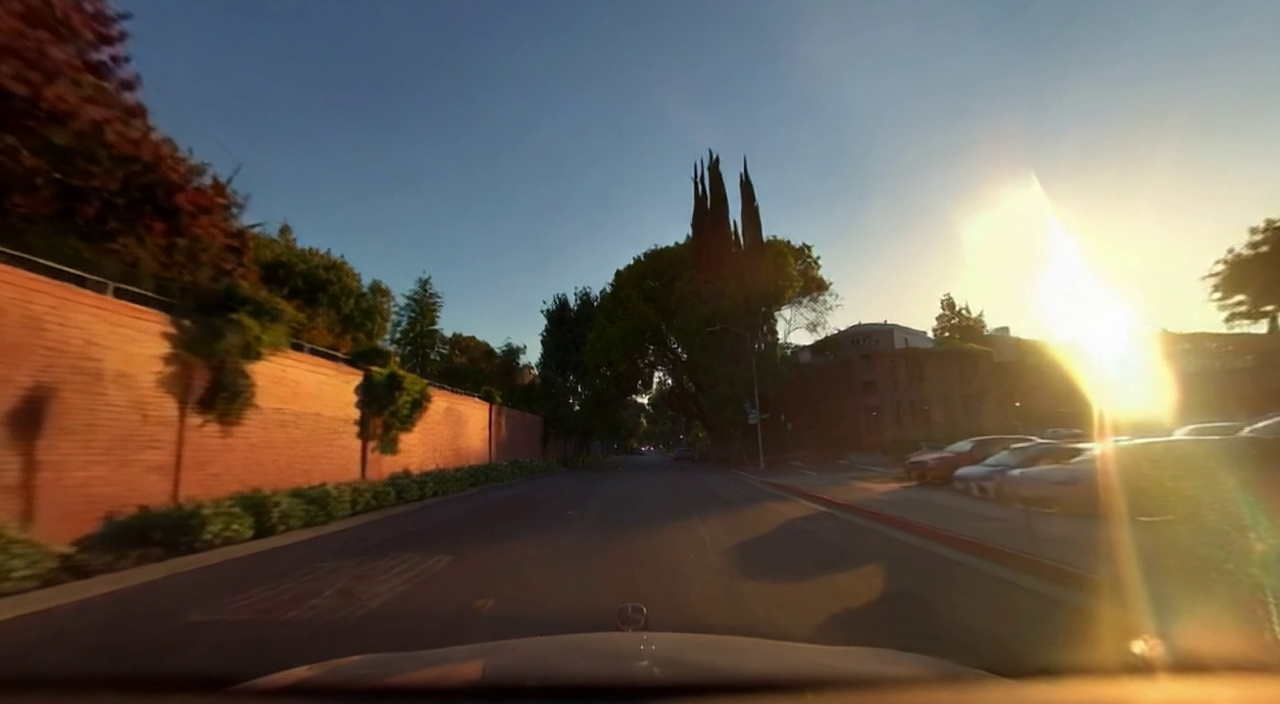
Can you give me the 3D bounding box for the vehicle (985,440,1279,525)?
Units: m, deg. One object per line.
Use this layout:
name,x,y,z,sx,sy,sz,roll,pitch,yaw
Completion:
vehicle,9.418,2.462,12.116,4.309,1.442,2.145,1,-9,-1
